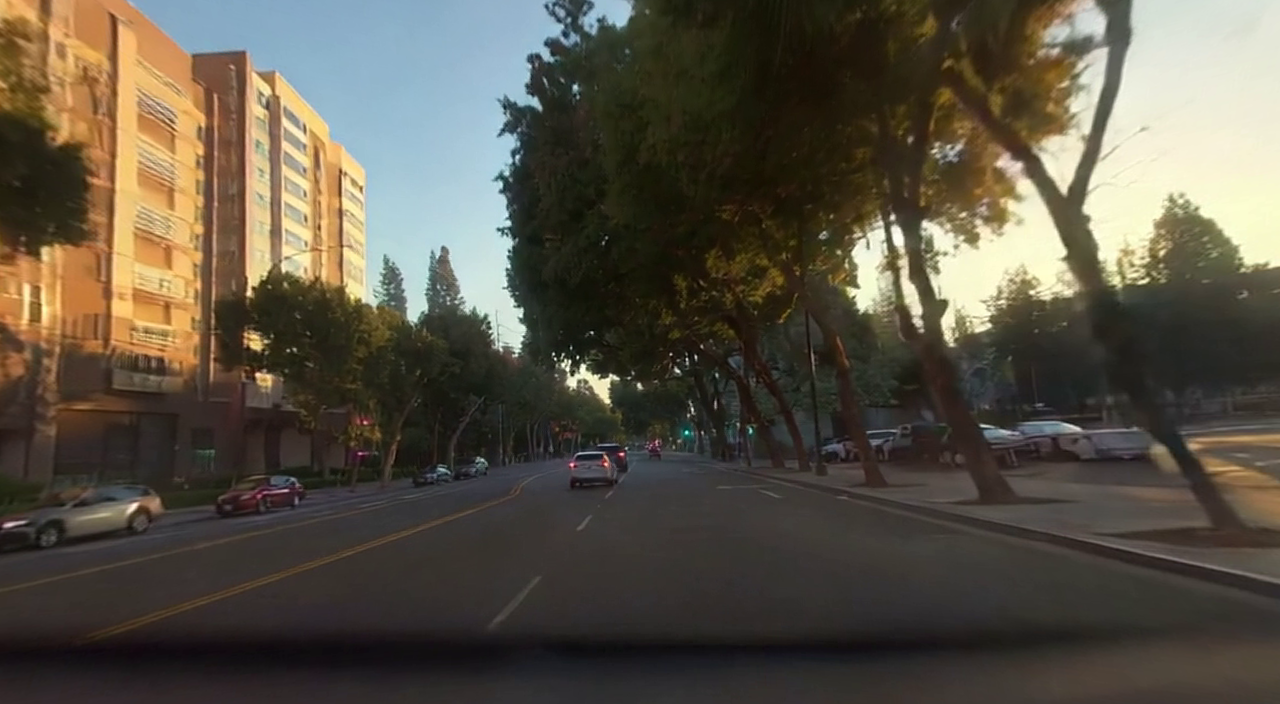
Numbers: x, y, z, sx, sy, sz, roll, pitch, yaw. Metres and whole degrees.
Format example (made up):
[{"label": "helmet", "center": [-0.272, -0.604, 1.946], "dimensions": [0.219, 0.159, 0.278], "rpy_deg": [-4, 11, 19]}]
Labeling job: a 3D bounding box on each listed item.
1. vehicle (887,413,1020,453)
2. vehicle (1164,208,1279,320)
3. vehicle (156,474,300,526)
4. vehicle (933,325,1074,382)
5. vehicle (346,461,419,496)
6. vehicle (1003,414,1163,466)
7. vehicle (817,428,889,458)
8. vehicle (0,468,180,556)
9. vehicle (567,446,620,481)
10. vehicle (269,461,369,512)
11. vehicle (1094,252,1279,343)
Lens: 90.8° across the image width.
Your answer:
[{"label": "vehicle", "center": [13.572, 3.575, 27.623], "dimensions": [4.619, 1.626, 2.121], "rpy_deg": [-1, -9, 5]}, {"label": "vehicle", "center": [12.317, -1.572, 11.521], "dimensions": [3.827, 1.556, 1.730], "rpy_deg": [-1, -10, 2]}, {"label": "vehicle", "center": [-14.858, 5.345, 23.180], "dimensions": [2.021, 1.438, 4.616], "rpy_deg": [-2, -9, 3]}, {"label": "vehicle", "center": [12.873, 0.087, 22.572], "dimensions": [3.826, 1.601, 1.807], "rpy_deg": [-3, -8, -2]}, {"label": "vehicle", "center": [-14.295, 7.014, 35.341], "dimensions": [1.984, 1.635, 4.525], "rpy_deg": [-3, -9, 3]}, {"label": "vehicle", "center": [13.452, 2.667, 19.356], "dimensions": [3.527, 1.496, 1.836], "rpy_deg": [0, -7, -2]}, {"label": "vehicle", "center": [12.878, 5.524, 38.347], "dimensions": [3.556, 1.414, 1.851], "rpy_deg": [-5, -7, -3]}, {"label": "vehicle", "center": [-15.300, 4.237, 17.181], "dimensions": [2.079, 1.847, 4.592], "rpy_deg": [-4, -9, 2]}, {"label": "vehicle", "center": [-2.061, 5.083, 29.021], "dimensions": [2.051, 1.454, 4.132], "rpy_deg": [0, -8, 1]}, {"label": "vehicle", "center": [-14.807, 6.182, 29.491], "dimensions": [1.917, 1.775, 5.018], "rpy_deg": [-9, -9, 0]}, {"label": "vehicle", "center": [12.921, -1.210, 14.337], "dimensions": [3.766, 1.593, 1.771], "rpy_deg": [-2, -9, -2]}]
